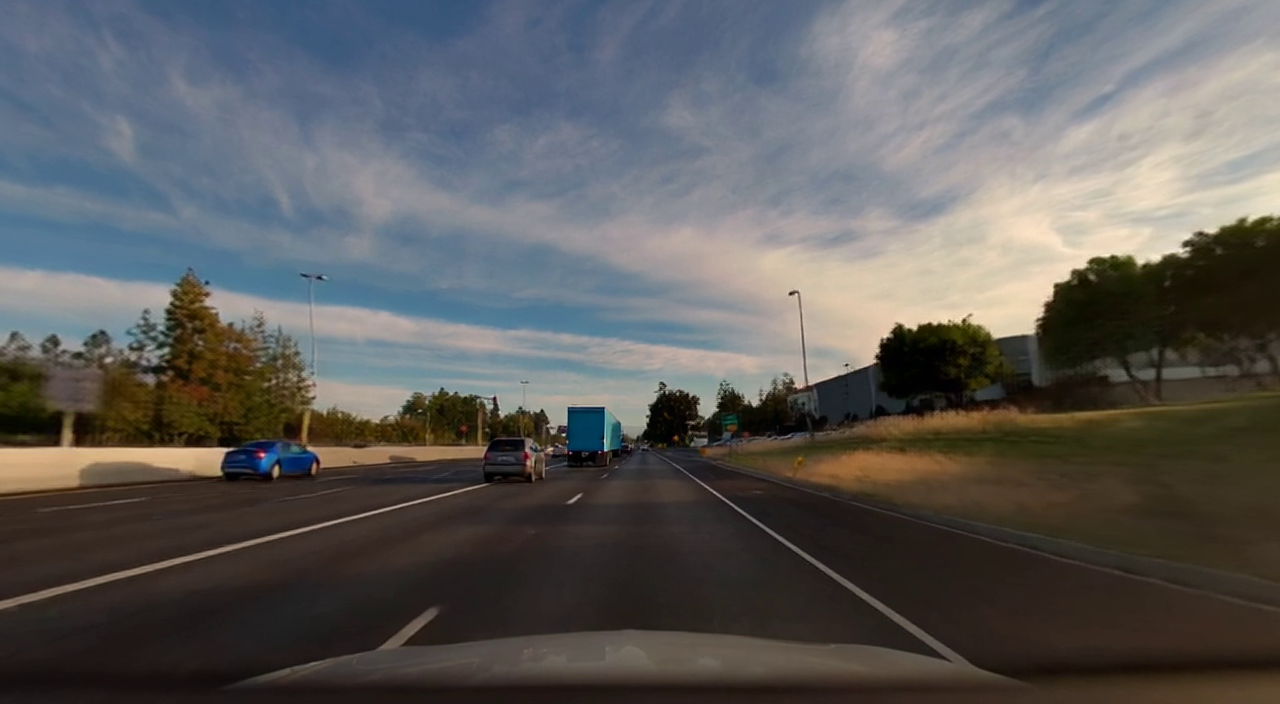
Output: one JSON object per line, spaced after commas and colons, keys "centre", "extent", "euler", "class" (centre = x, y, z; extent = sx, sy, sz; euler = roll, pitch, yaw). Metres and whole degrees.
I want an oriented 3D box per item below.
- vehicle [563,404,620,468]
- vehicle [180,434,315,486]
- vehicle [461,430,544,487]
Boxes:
{"centre": [-3.250, 6.216, 46.191], "extent": [2.905, 4.037, 12.921], "euler": [0, -8, 1], "class": "vehicle"}
{"centre": [-14.209, 3.926, 23.215], "extent": [1.997, 1.695, 4.492], "euler": [0, -8, 1], "class": "vehicle"}
{"centre": [-4.887, 3.846, 23.047], "extent": [2.058, 1.840, 4.443], "euler": [0, -8, -1], "class": "vehicle"}
